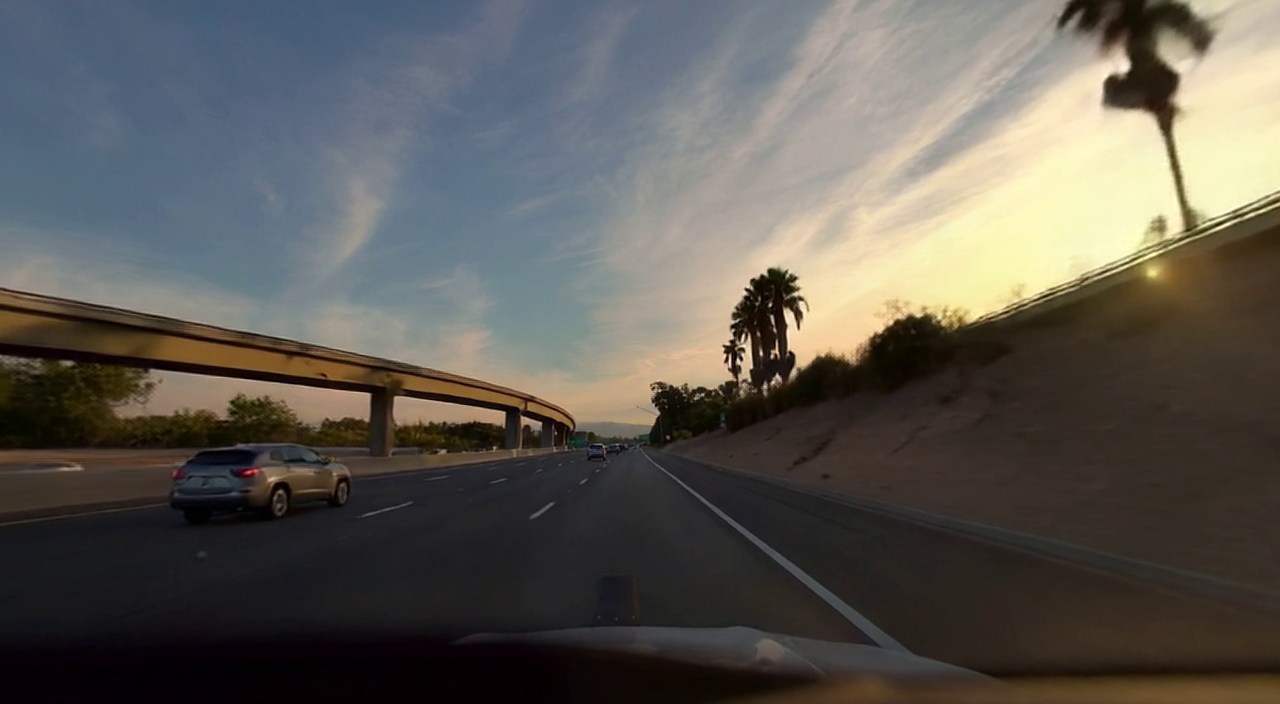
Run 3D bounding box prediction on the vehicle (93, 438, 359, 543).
[{"bbox_3d":[-6.986,2.333,11.374,1.914,1.503,4.268,0,-8,-1],"label":"vehicle"}]
